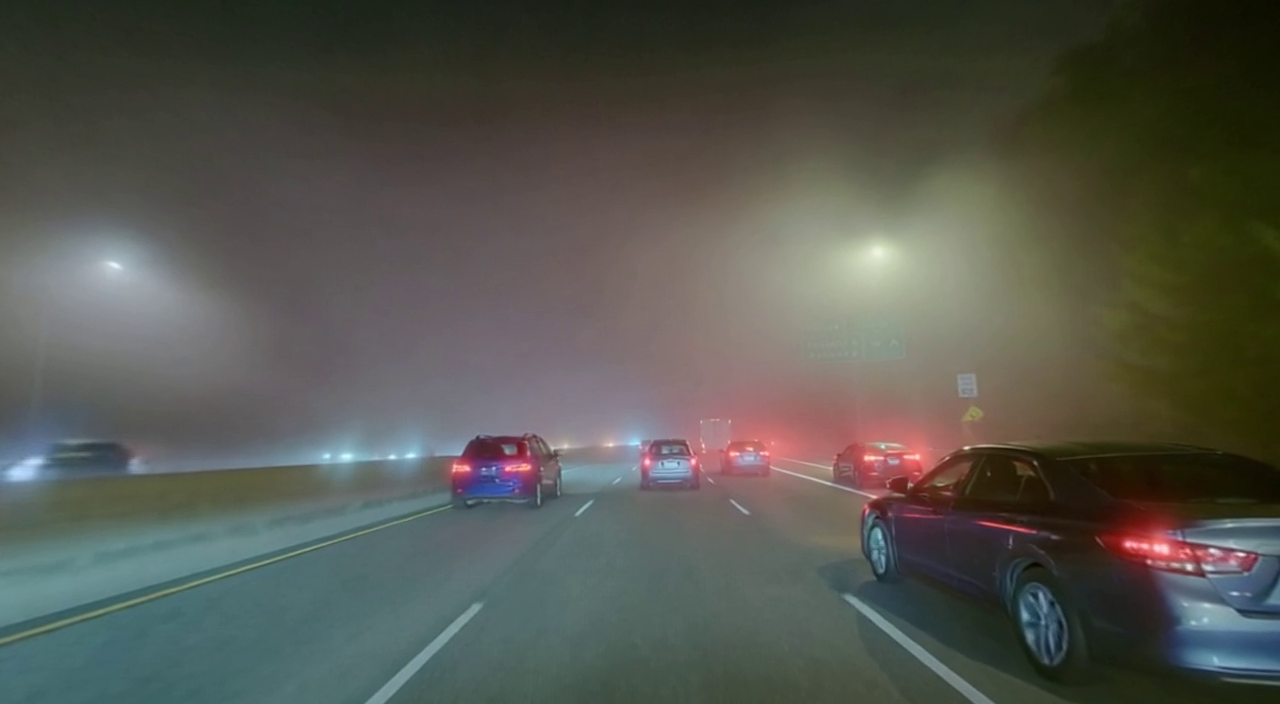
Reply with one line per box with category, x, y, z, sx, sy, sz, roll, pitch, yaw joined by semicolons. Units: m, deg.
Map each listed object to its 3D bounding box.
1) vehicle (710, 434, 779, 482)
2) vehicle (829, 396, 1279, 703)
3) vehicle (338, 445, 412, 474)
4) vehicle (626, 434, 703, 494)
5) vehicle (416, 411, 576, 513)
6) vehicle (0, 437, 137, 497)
vehicle;3.980;4.107;24.656;2.076;1.684;4.241;0;-9;2
vehicle;3.029;1.241;4.385;2.009;1.489;4.559;0;-9;0
vehicle;-14.841;6.030;35.537;1.881;1.502;4.680;-1;-9;3
vehicle;0.713;3.320;18.938;2.074;1.614;3.803;0;-9;2
vehicle;-3.094;2.565;15.057;2.434;1.965;5.305;0;-9;1
vehicle;-19.009;3.609;20.079;1.993;1.680;4.505;0;-9;3
